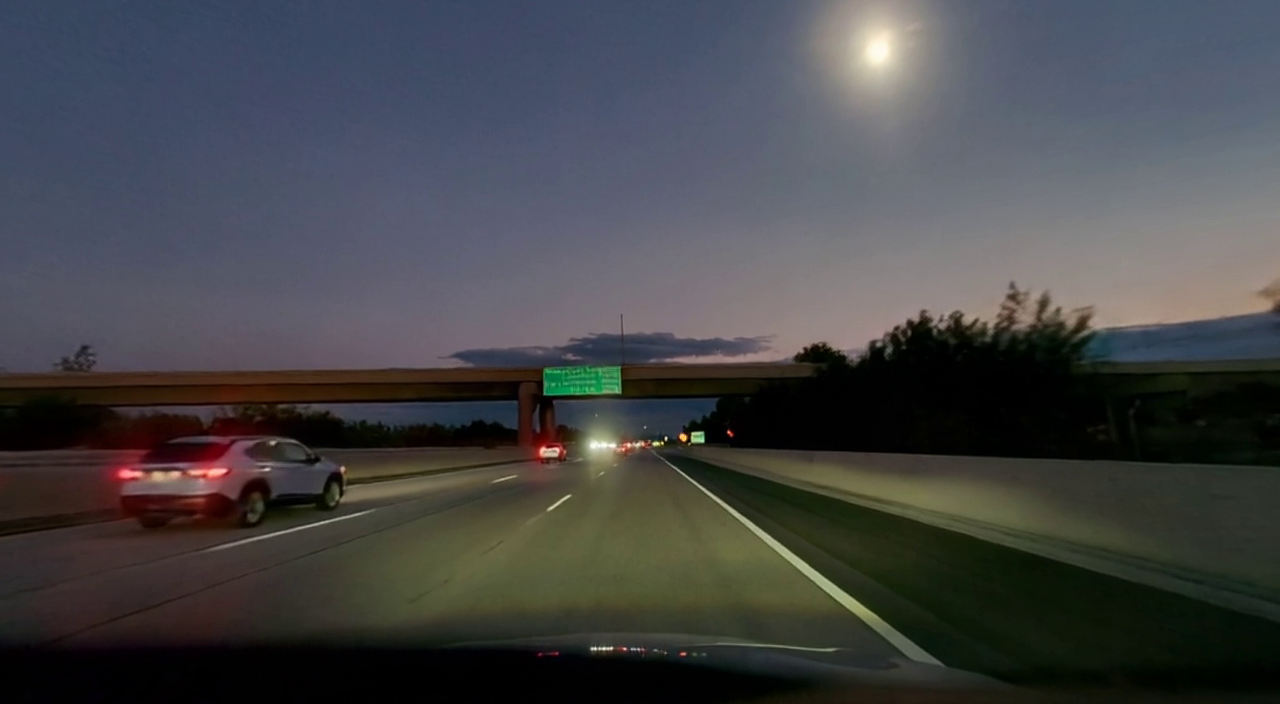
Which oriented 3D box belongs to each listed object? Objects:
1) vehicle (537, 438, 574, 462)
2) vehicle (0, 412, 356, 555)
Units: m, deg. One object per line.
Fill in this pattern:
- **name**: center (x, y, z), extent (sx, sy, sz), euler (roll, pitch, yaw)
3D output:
- **vehicle**: center (-6.485, 7.544, 48.591), extent (2.103, 1.775, 4.966), euler (0, -8, 1)
- **vehicle**: center (-6.911, 1.968, 10.222), extent (2.169, 1.701, 5.113), euler (0, -8, 1)
